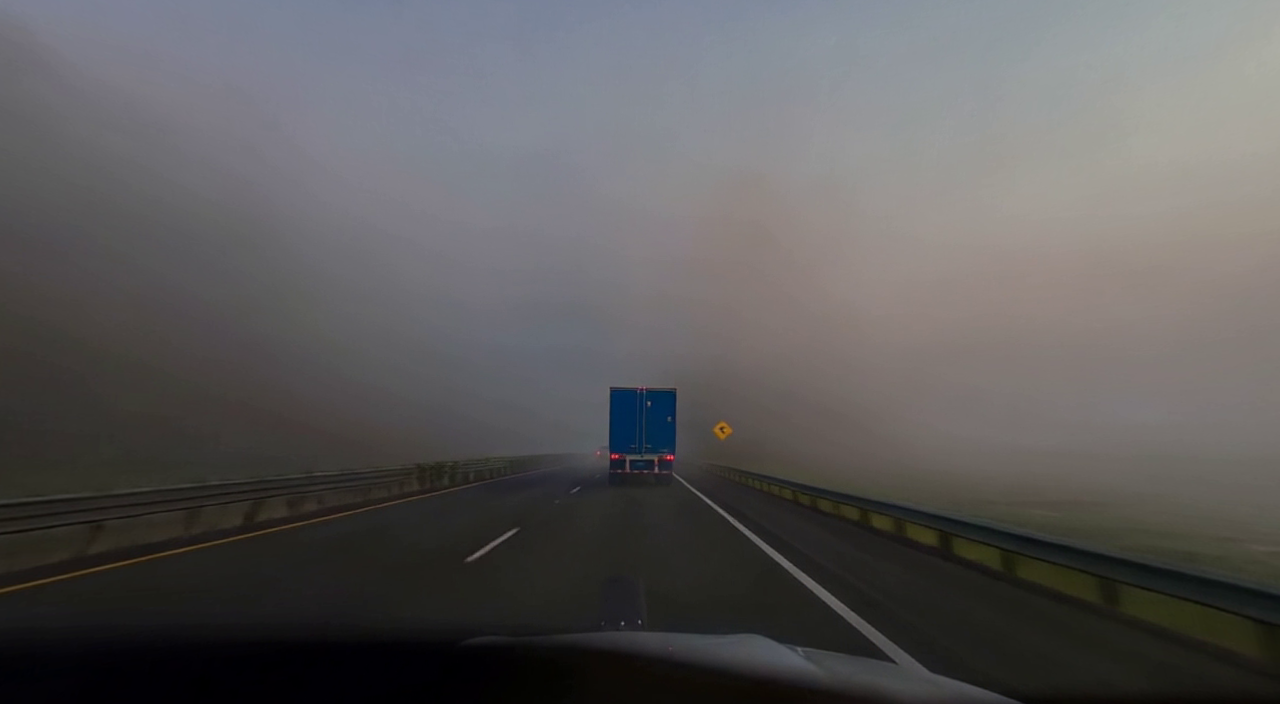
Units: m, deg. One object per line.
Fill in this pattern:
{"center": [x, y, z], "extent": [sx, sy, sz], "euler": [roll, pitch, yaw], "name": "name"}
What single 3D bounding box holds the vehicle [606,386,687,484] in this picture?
{"center": [0.095, 3.672, 27.243], "extent": [2.913, 3.530, 8.648], "euler": [0, -9, -2], "name": "vehicle"}
